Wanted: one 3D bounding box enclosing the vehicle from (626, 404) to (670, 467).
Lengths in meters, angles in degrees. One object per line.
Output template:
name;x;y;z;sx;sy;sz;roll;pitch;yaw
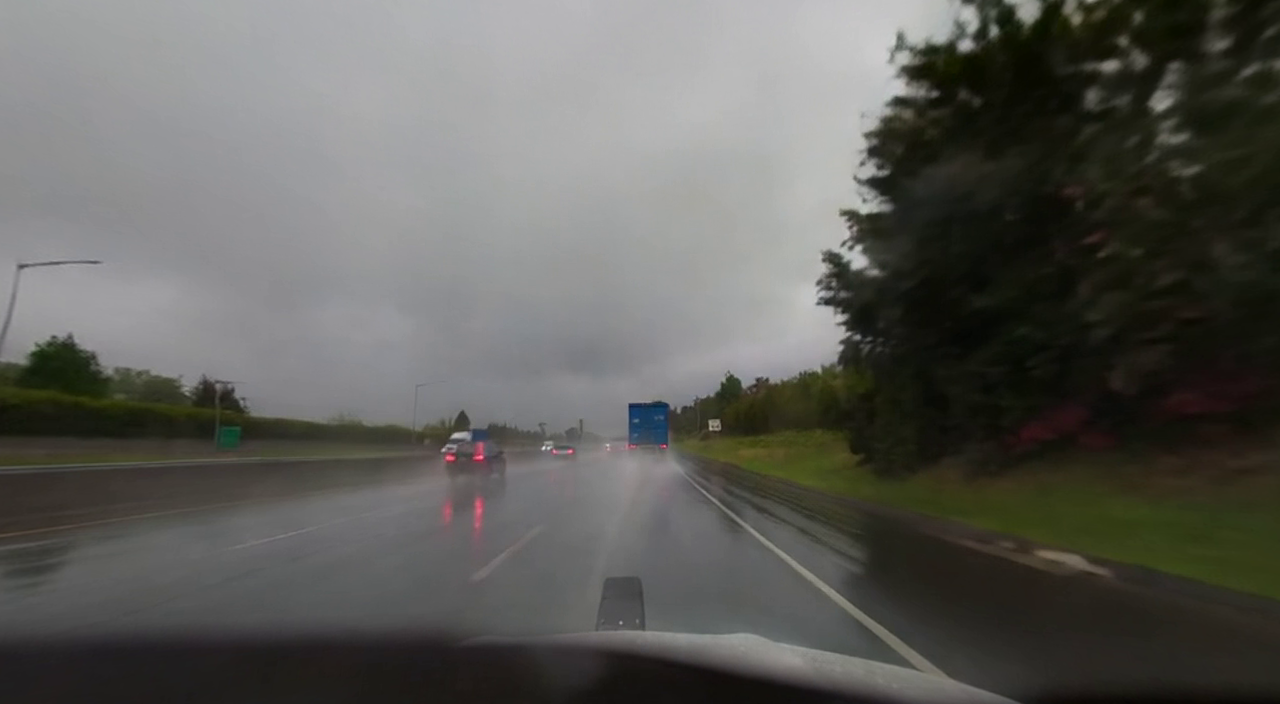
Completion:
vehicle;0.653;6.695;49.502;2.918;4.124;14.567;0;-9;1

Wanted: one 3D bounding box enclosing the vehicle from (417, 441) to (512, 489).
vehicle;-6.133;3.987;22.662;2.017;1.517;4.766;0;-9;0
